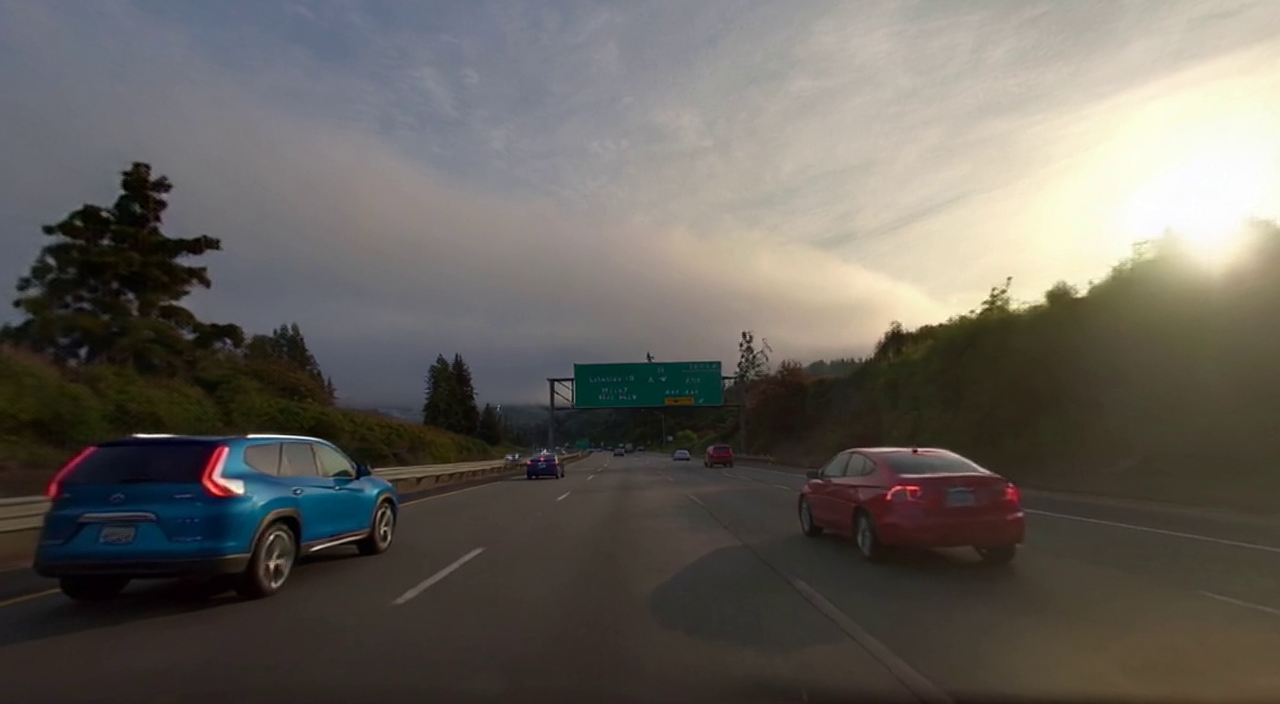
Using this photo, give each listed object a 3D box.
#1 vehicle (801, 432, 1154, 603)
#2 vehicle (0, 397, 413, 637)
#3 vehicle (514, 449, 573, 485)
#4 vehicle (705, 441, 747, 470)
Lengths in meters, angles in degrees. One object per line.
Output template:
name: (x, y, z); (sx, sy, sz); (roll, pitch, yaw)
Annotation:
vehicle: (3.721, 1.890, 8.119); (2.120, 1.572, 4.344); (0, -9, 0)
vehicle: (-4.303, 1.538, 6.819); (2.079, 1.745, 4.281); (0, -9, 0)
vehicle: (-4.224, 5.101, 28.274); (2.009, 1.488, 4.289); (0, -9, 0)
vehicle: (6.679, 8.087, 49.441); (2.378, 2.096, 5.119); (0, -9, -3)
